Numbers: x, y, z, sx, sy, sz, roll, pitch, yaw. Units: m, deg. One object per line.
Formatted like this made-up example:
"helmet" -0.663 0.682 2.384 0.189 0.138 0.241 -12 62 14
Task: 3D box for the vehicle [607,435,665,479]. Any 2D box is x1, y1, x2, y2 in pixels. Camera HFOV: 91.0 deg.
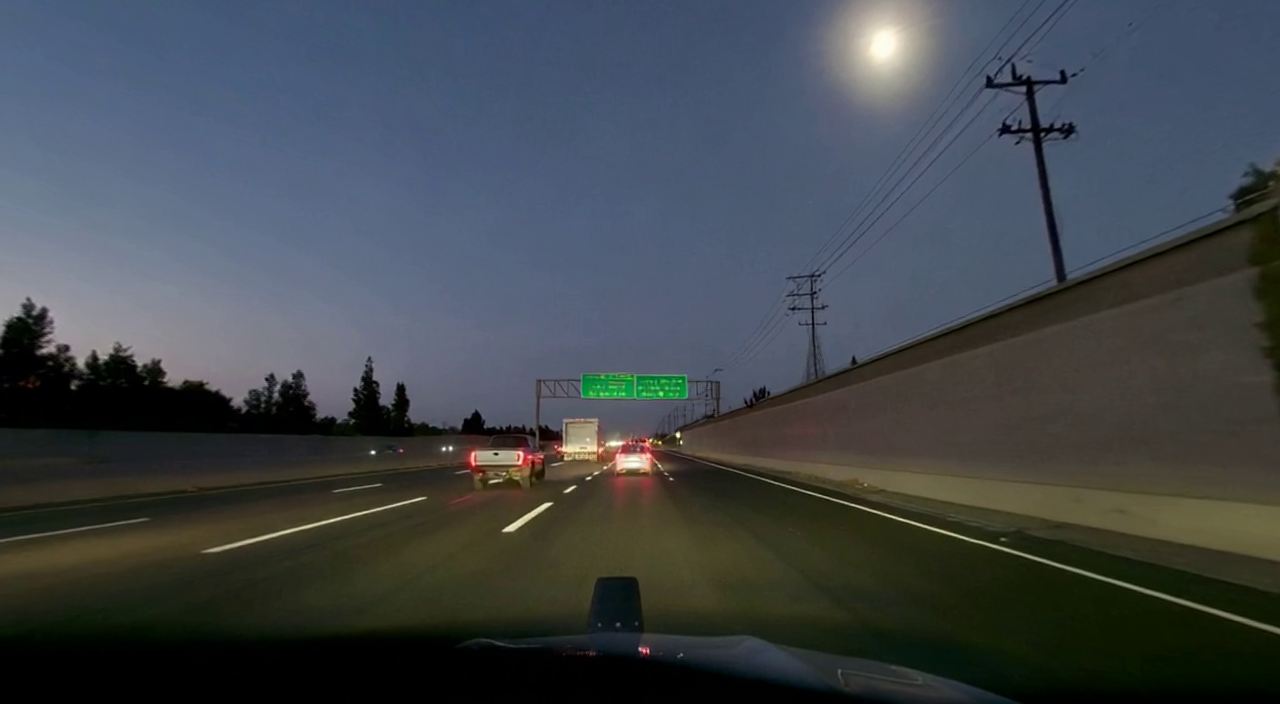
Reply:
"vehicle" -0.158 4.285 25.970 2.178 1.640 4.071 0 -9 0

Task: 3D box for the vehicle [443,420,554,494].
"vehicle" -3.902 2.998 18.269 2.109 1.840 4.614 0 -9 0

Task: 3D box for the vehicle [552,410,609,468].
"vehicle" -3.677 5.786 41.492 2.956 3.331 9.575 0 -9 -1
